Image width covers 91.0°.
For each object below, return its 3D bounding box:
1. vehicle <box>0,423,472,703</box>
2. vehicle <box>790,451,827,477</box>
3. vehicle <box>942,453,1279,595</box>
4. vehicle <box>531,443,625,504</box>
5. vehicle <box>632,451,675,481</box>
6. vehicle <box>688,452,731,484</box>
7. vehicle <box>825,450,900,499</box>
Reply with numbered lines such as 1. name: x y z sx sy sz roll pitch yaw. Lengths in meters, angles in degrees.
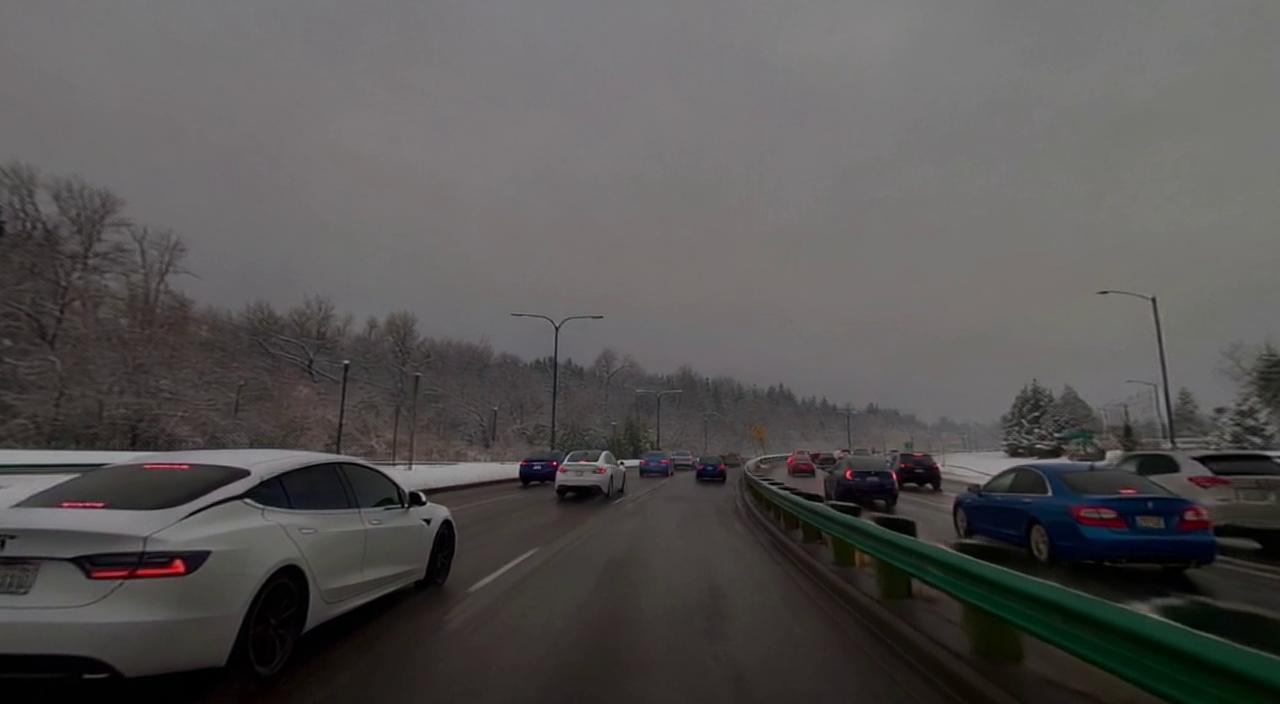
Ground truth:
1. vehicle: -3.065 1.433 5.223 1.921 1.503 4.317 0 -9 3
2. vehicle: 11.429 7.618 42.934 1.890 1.610 4.045 -1 -9 8
3. vehicle: 6.546 2.311 9.491 1.869 1.516 4.753 0 -9 3
4. vehicle: -1.795 3.757 19.958 1.979 1.663 4.513 -1 -9 7
5. vehicle: 0.875 6.633 36.978 1.930 1.635 4.260 -1 -9 9
6. vehicle: 3.689 5.984 32.828 2.015 1.506 4.276 -1 -9 9
7. vehicle: 8.300 4.556 23.824 1.768 1.634 4.064 0 -9 7
